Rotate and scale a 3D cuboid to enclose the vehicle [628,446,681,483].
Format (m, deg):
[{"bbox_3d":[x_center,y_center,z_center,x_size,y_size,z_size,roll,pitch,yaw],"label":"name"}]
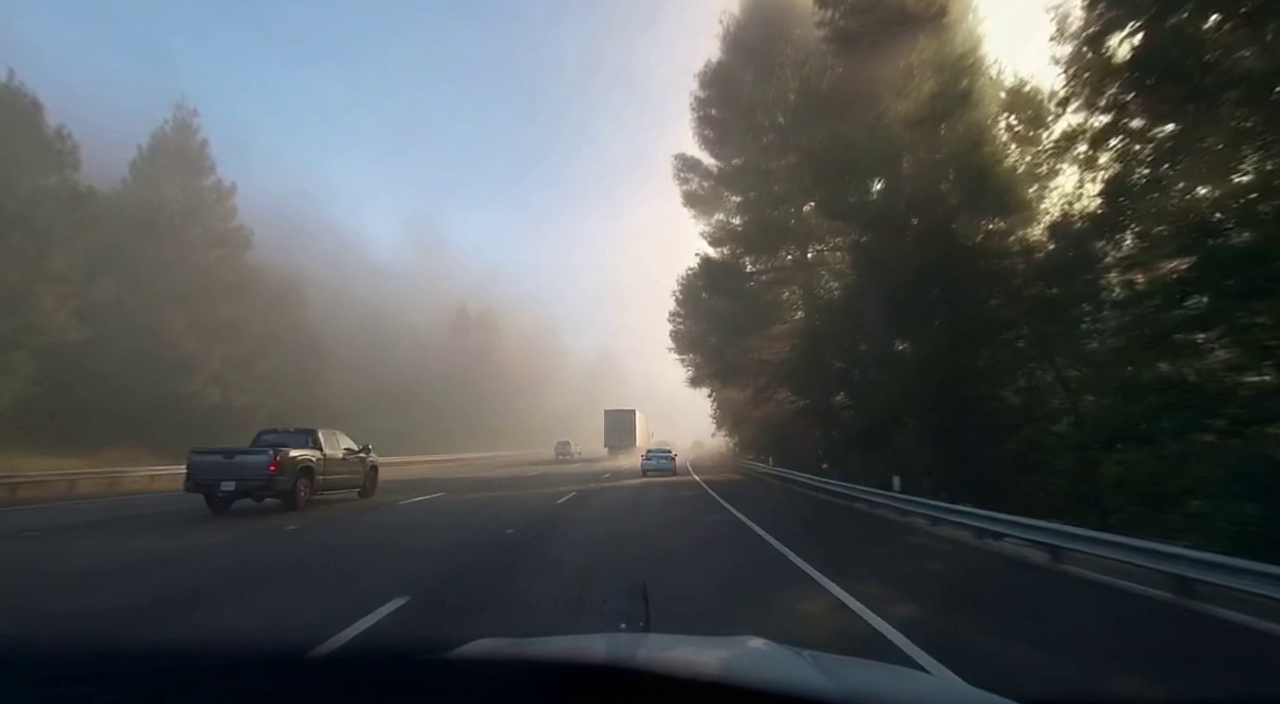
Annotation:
[{"bbox_3d":[0.631,4.534,25.738,1.984,1.365,3.767,-1,-9,3],"label":"vehicle"}]

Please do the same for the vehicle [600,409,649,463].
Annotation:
[{"bbox_3d":[-1.061,6.722,49.932,2.973,3.896,8.430,-1,-9,5],"label":"vehicle"}]

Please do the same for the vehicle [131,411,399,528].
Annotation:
[{"bbox_3d":[-6.872,2.224,12.437,2.142,1.833,4.854,0,-9,2],"label":"vehicle"}]
